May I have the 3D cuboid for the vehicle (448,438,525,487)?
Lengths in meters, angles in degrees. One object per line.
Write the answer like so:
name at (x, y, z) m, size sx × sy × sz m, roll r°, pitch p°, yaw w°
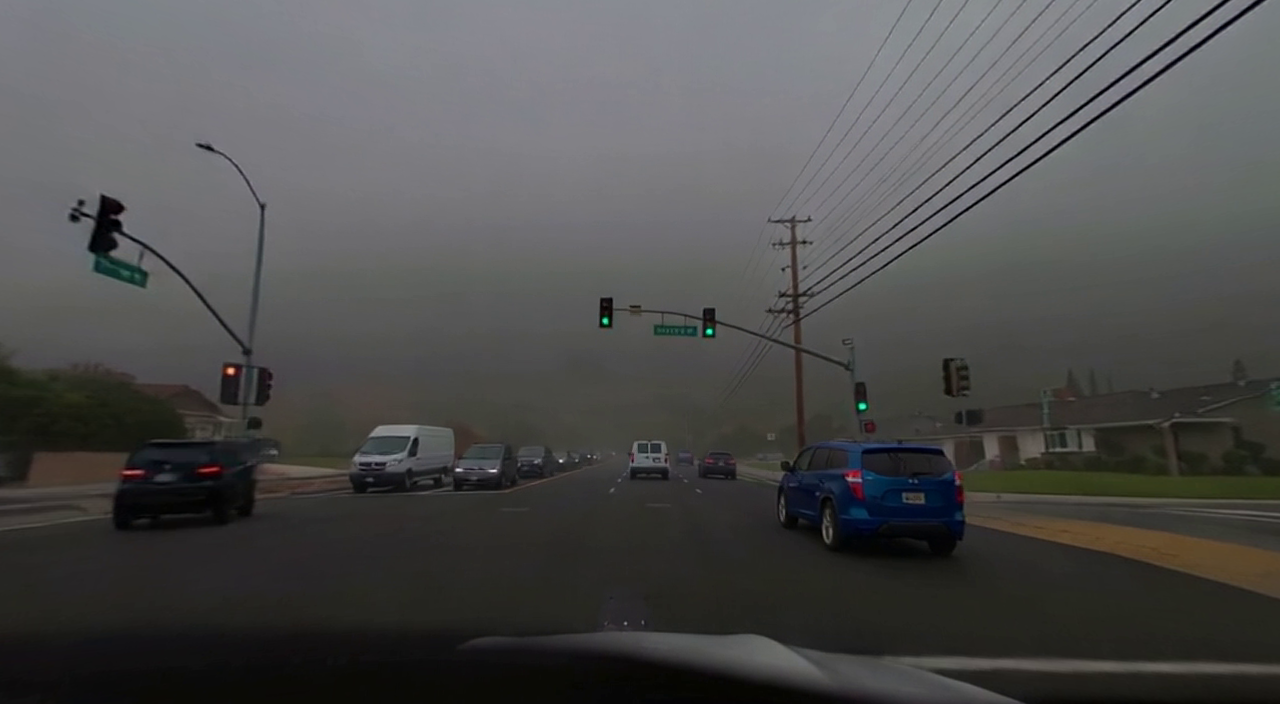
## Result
vehicle at (-6.041, 4.384, 25.338) m, size 1.983 × 1.801 × 4.391 m, roll 0°, pitch -8°, yaw 0°

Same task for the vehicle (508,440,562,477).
vehicle at (-5.705, 5.849, 34.870) m, size 1.993 × 1.884 × 5.481 m, roll 0°, pitch -9°, yaw 0°

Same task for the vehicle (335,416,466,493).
vehicle at (-9.300, 4.082, 25.395) m, size 2.725 × 2.710 × 6.304 m, roll 0°, pitch -8°, yaw 0°

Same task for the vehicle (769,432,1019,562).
vehicle at (3.800, 2.241, 10.620) m, size 2.155 × 1.658 × 4.721 m, roll 0°, pitch -9°, yaw -1°

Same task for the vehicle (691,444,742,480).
vehicle at (3.773, 5.497, 31.745) m, size 1.957 × 1.646 × 4.355 m, roll 0°, pitch -8°, yaw -1°

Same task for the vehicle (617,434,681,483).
vehicle at (0.364, 4.745, 28.388) m, size 2.636 × 2.011 × 5.130 m, roll 0°, pitch -9°, yaw 0°

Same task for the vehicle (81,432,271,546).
vehicle at (-9.024, 2.474, 12.112) m, size 4.458 × 1.749 × 2.059 m, roll -8°, pitch -12°, yaw 43°
